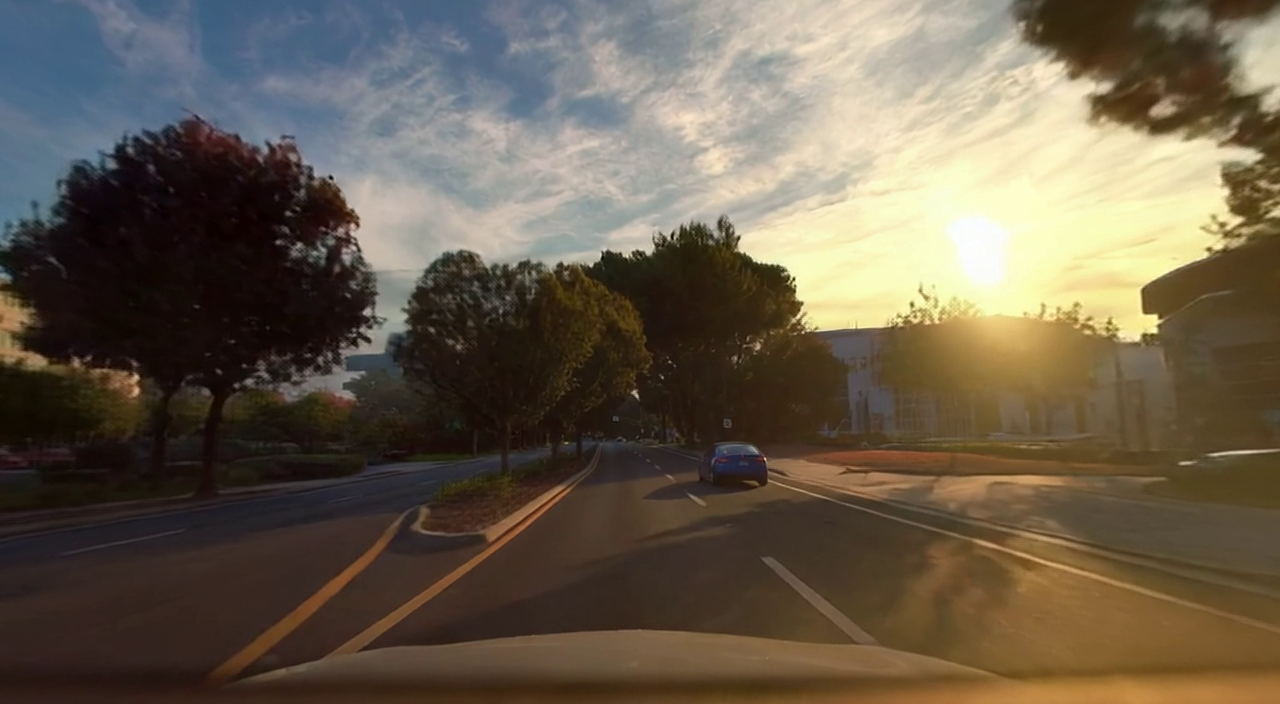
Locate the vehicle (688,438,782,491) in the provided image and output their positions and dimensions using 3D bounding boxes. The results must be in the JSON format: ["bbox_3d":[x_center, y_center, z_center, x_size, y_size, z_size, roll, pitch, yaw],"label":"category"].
[{"bbox_3d":[2.898,3.551,20.350,2.114,1.493,4.430,0,-9,-3],"label":"vehicle"}]
